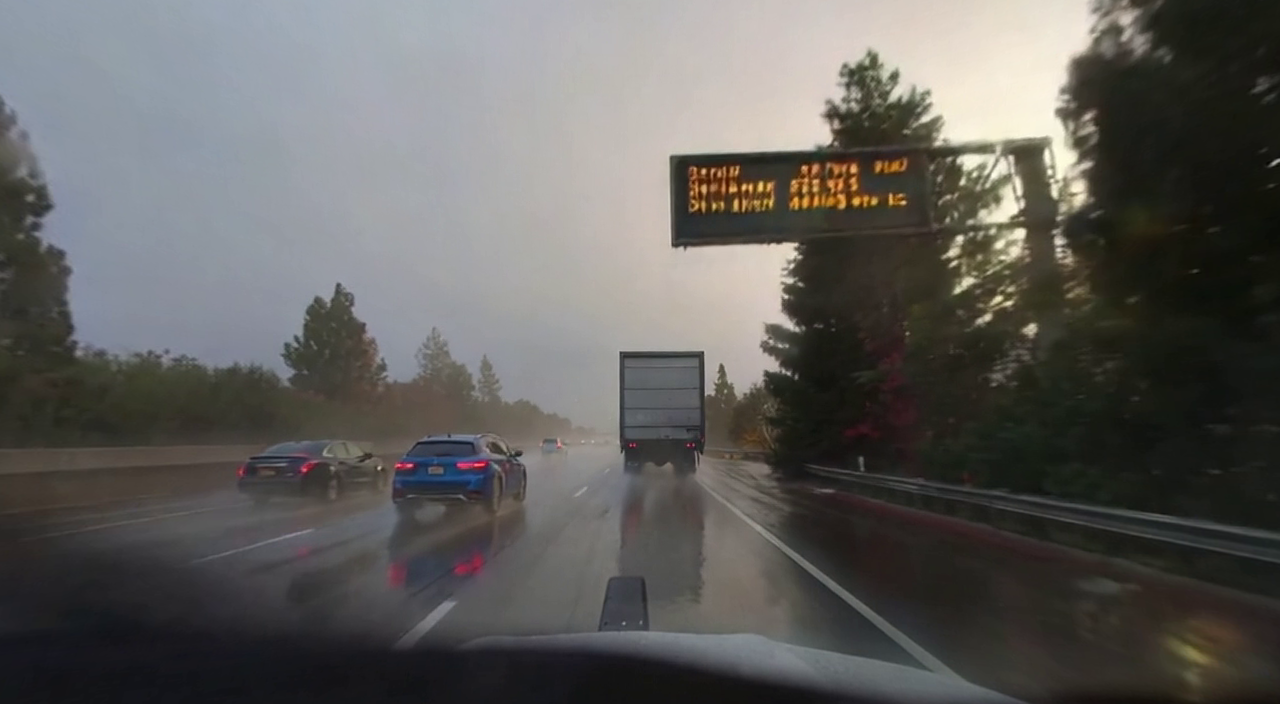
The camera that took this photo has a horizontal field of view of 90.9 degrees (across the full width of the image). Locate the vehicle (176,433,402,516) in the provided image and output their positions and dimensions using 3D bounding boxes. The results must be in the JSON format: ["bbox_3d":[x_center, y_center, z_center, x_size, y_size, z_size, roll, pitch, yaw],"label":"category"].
[{"bbox_3d":[-7.267,2.583,13.854,2.063,1.480,4.842,0,-9,2],"label":"vehicle"}]

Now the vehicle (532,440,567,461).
[{"bbox_3d":[-6.612,7.215,46.415,1.882,1.451,4.416,0,-9,1],"label":"vehicle"}]

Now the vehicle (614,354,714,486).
[{"bbox_3d":[0.727,2.751,23.715,2.870,3.841,10.653,0,-9,0],"label":"vehicle"}]

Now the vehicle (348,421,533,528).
[{"bbox_3d":[-3.502,2.243,12.067,2.077,1.671,4.249,0,-9,1],"label":"vehicle"}]
